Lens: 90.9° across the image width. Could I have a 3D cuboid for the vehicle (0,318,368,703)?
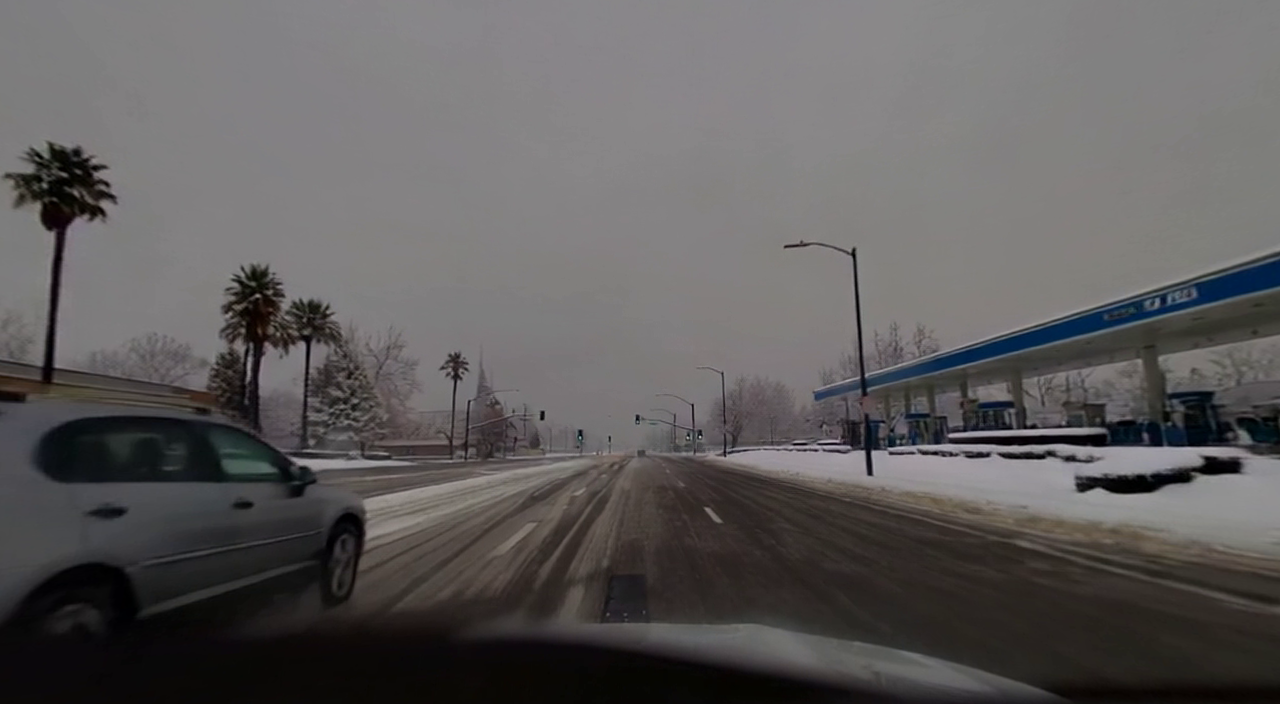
[{"bbox_3d":[-3.336,0.872,3.015,2.011,1.756,4.478,0,-9,0],"label":"vehicle"}]
